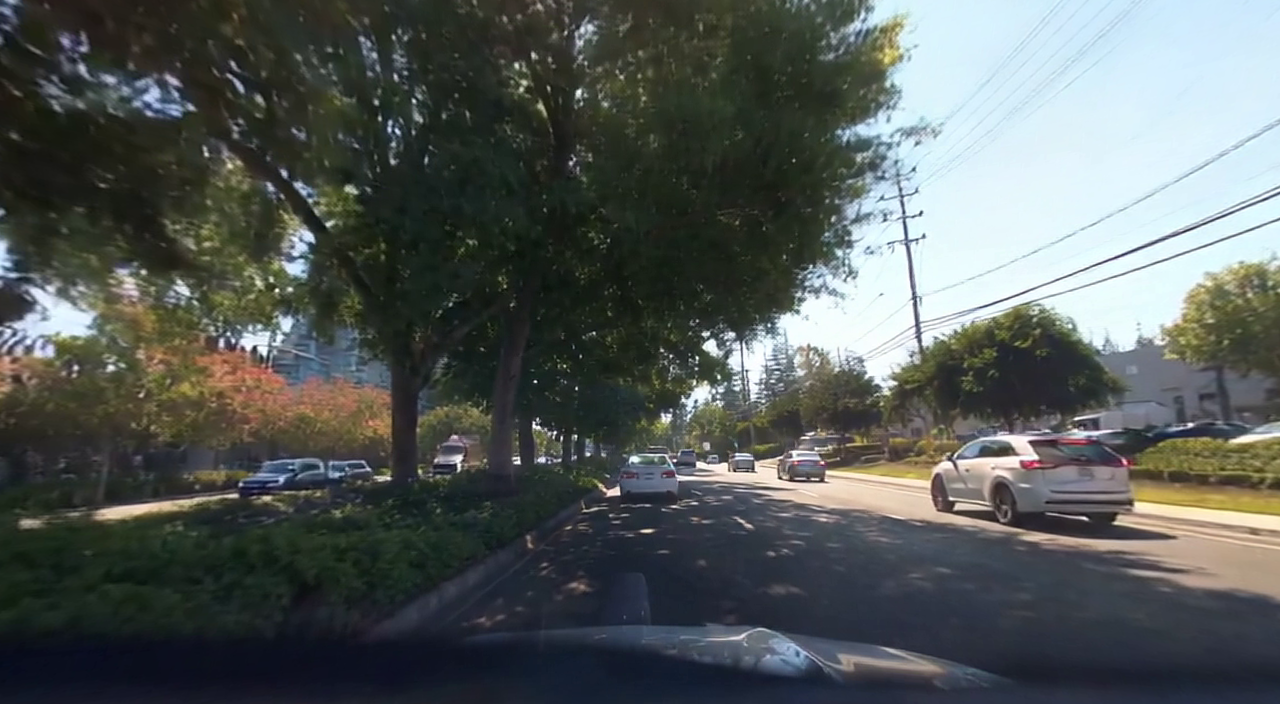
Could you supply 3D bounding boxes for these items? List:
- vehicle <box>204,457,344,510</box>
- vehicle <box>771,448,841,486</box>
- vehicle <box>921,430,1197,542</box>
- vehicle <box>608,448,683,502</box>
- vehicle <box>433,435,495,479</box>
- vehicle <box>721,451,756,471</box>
[{"bbox_3d":[-12.122,4.359,21.338,1.942,1.481,4.621,0,-8,0],"label":"vehicle"},{"bbox_3d":[7.294,5.057,28.141,1.850,1.480,4.474,0,-8,-1],"label":"vehicle"},{"bbox_3d":[7.329,2.350,11.800,1.983,1.649,4.557,0,-8,0],"label":"vehicle"},{"bbox_3d":[0.177,3.772,19.847,2.108,1.479,3.935,0,-8,1],"label":"vehicle"},{"bbox_3d":[-11.992,7.197,43.550,2.276,2.762,6.504,0,-8,1],"label":"vehicle"},{"bbox_3d":[7.756,8.568,49.950,1.899,1.458,4.499,0,-8,-1],"label":"vehicle"}]
